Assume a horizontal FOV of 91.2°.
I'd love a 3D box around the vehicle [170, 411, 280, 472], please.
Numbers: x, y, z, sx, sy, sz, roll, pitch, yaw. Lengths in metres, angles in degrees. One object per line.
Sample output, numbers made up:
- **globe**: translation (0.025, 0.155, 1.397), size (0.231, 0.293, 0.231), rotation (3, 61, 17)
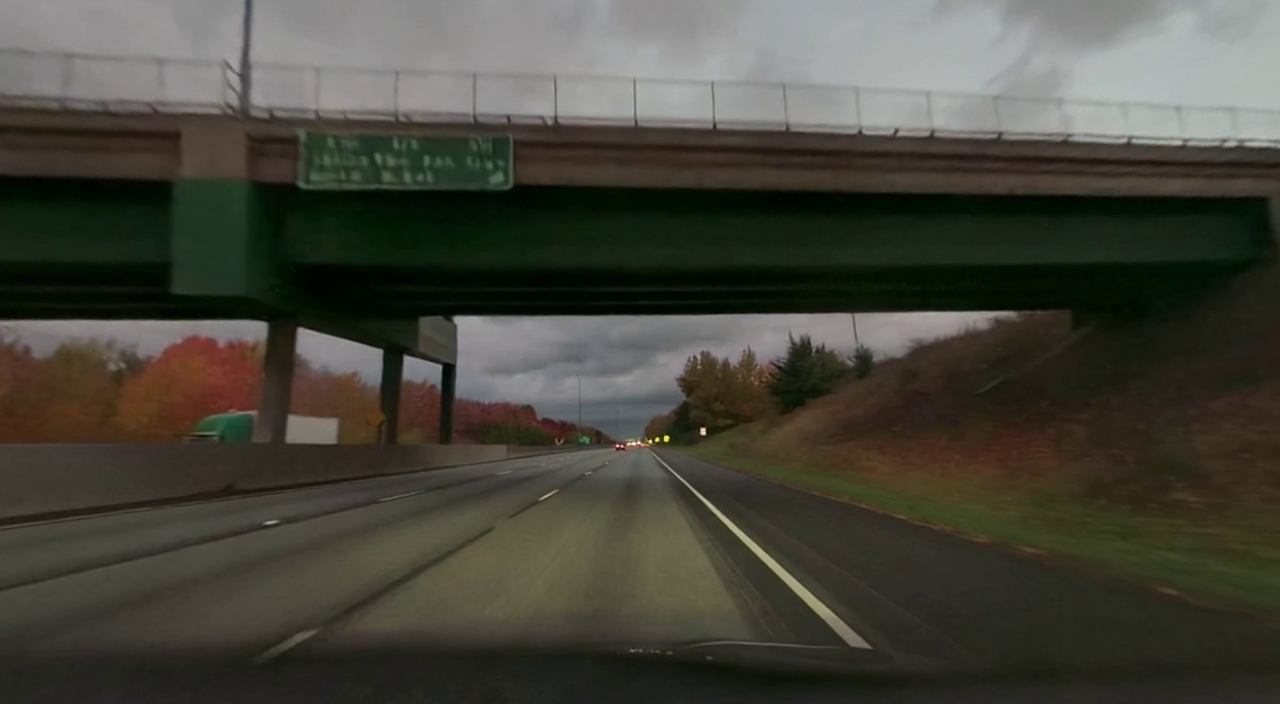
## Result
- **vehicle**: translation (-26.411, 5.731, 40.351), size (2.897, 3.531, 5.935), rotation (1, -8, -1)
